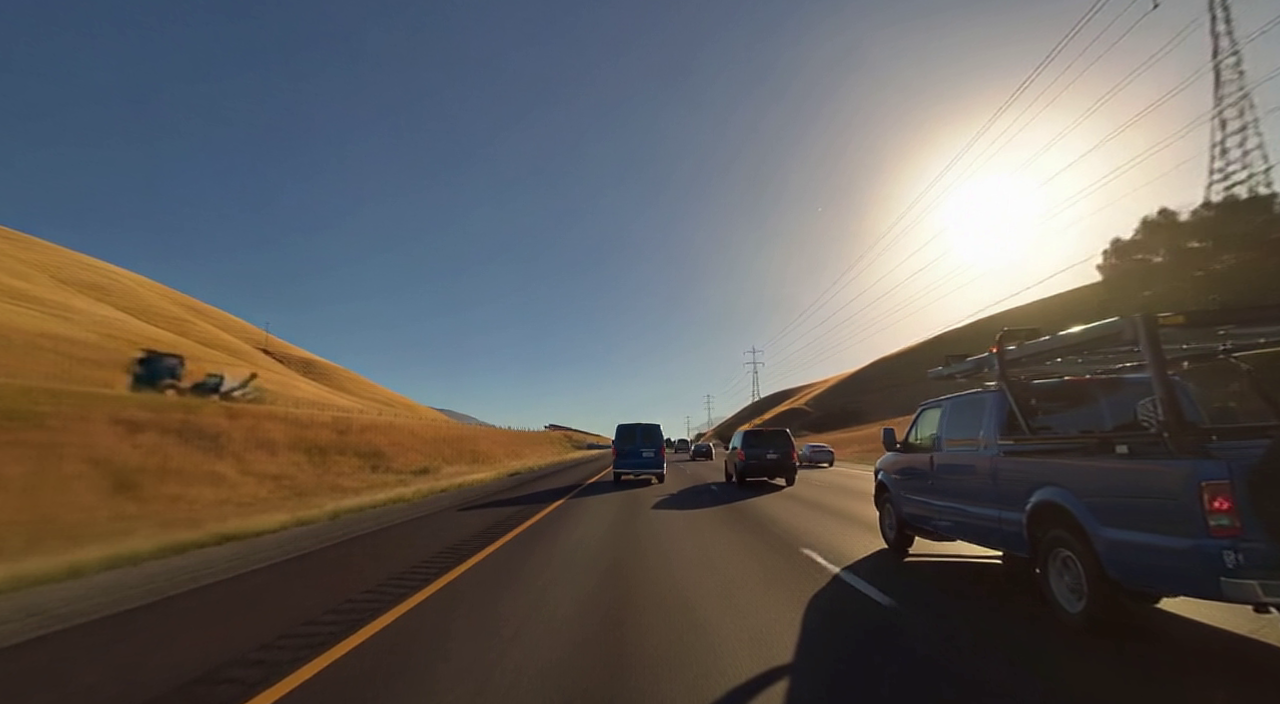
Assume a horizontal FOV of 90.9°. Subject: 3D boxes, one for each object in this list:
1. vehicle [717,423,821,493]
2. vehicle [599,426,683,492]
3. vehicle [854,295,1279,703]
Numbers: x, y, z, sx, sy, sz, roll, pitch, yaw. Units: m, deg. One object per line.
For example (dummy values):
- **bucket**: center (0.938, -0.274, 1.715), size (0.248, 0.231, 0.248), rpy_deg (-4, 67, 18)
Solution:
- **vehicle**: center (3.634, 3.095, 18.750), size (2.139, 1.821, 4.480), rpy_deg (0, -8, 0)
- **vehicle**: center (0.053, 3.226, 19.331), size (2.268, 1.772, 4.523), rpy_deg (0, -8, 1)
- **vehicle**: center (3.903, 1.030, 4.540), size (2.691, 1.901, 5.744), rpy_deg (0, -8, 0)
